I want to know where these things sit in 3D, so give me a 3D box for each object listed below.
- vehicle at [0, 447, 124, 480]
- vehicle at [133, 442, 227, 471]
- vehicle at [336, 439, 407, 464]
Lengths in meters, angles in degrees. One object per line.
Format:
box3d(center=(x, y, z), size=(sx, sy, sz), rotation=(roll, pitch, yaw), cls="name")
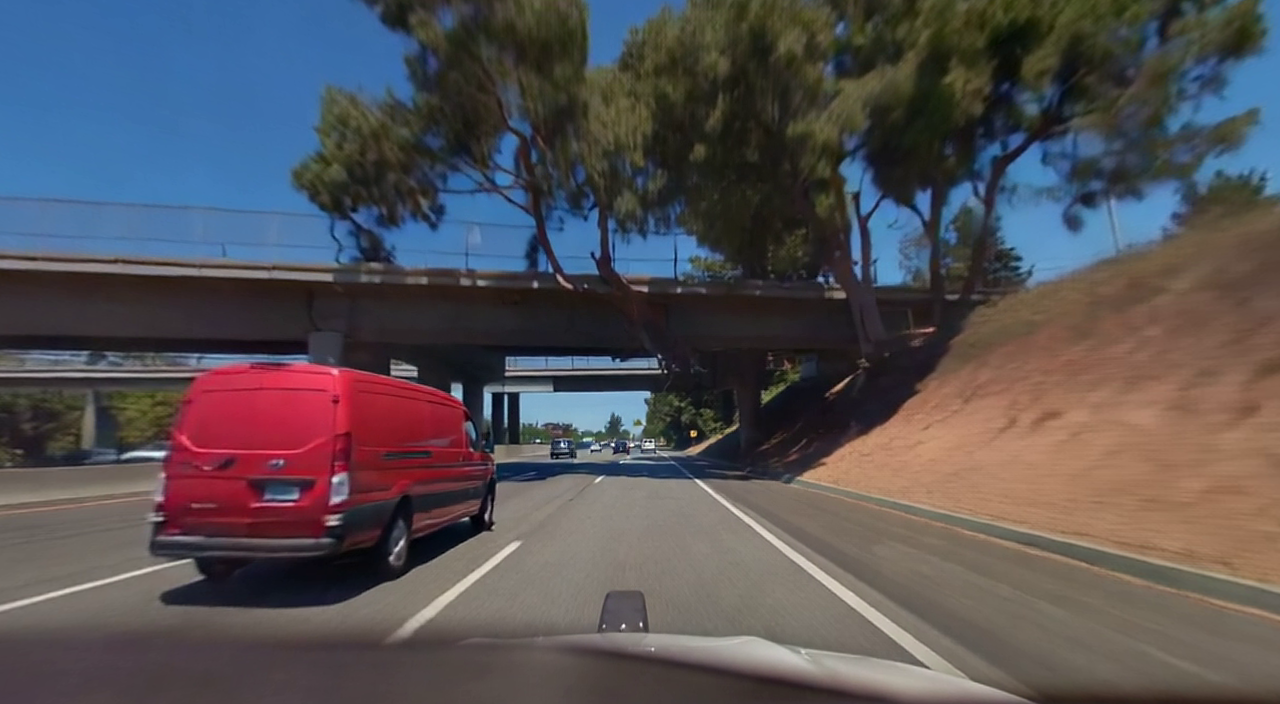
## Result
box3d(center=(-27.415, 5.282, 30.148), size=(1.826, 1.432, 4.233), rotation=(0, -8, 1), cls="vehicle")
box3d(center=(-28.864, 6.555, 39.852), size=(2.008, 1.707, 5.059), rotation=(0, -8, 2), cls="vehicle")
box3d(center=(-19.669, 7.330, 46.611), size=(2.477, 1.667, 5.834), rotation=(0, -8, 3), cls="vehicle")
